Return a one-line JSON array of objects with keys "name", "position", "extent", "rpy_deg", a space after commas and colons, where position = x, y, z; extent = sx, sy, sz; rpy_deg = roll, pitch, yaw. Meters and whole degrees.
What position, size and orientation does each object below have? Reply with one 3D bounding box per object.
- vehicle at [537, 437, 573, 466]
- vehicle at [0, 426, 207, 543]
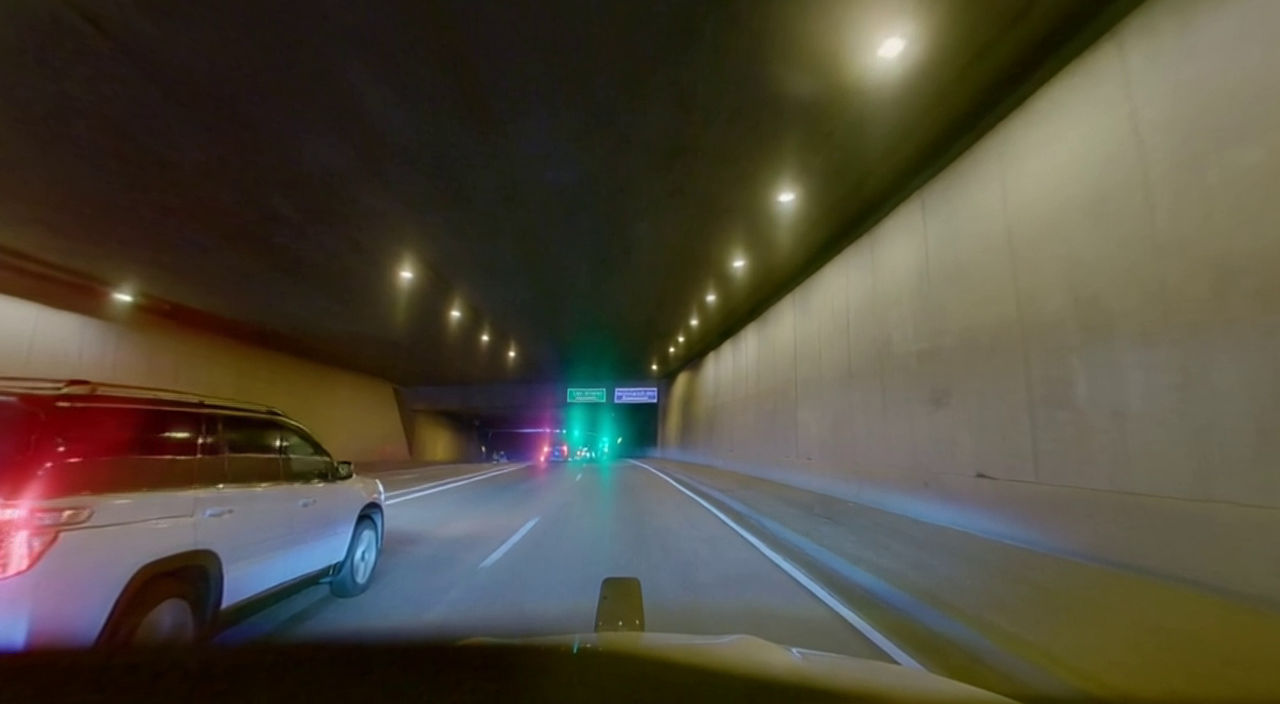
[{"name": "vehicle", "position": [-5.474, 6.435, 40.931], "extent": [1.961, 1.725, 4.315], "rpy_deg": [0, -8, -3]}, {"name": "vehicle", "position": [-8.865, 1.917, 9.621], "extent": [1.691, 1.439, 4.136], "rpy_deg": [0, -8, -2]}]
